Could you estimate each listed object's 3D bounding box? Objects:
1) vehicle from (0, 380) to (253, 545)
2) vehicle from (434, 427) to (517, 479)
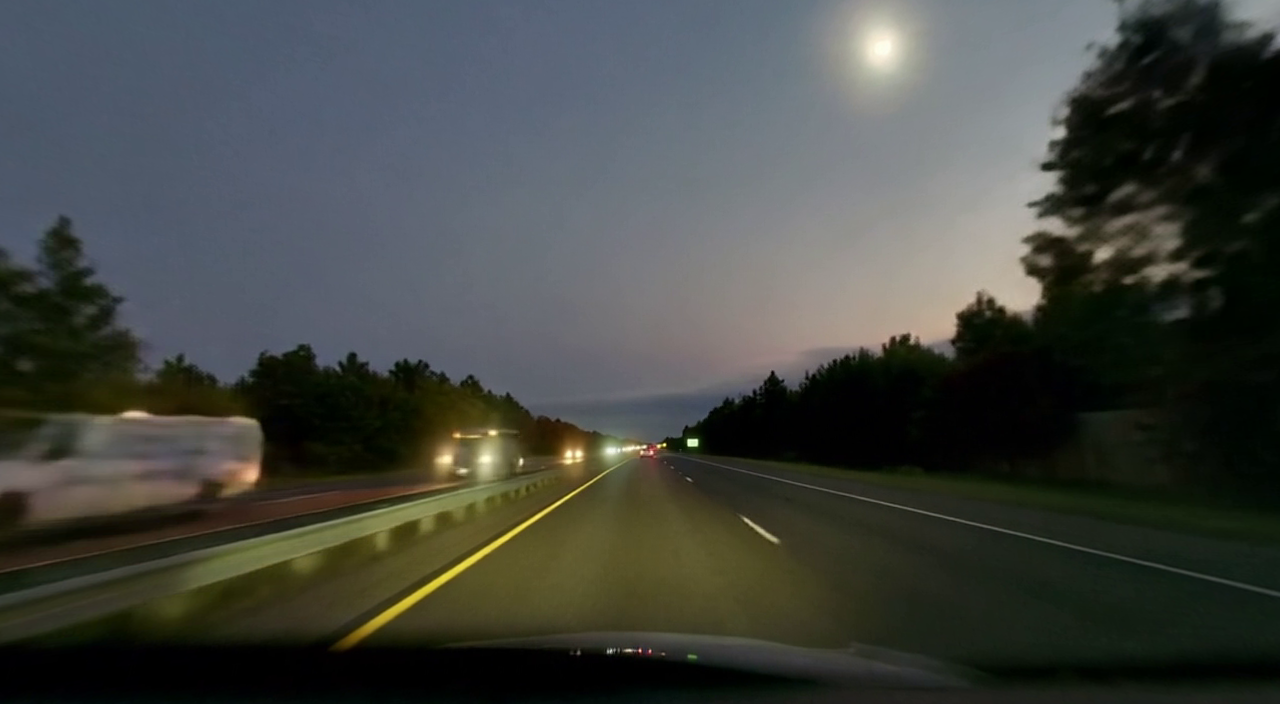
[{"bbox_3d":[-12.660,2.540,15.014,2.459,3.018,6.687,0,-9,1],"label":"vehicle"},{"bbox_3d":[-9.148,5.750,35.883,2.861,2.656,6.435,0,-9,1],"label":"vehicle"}]
